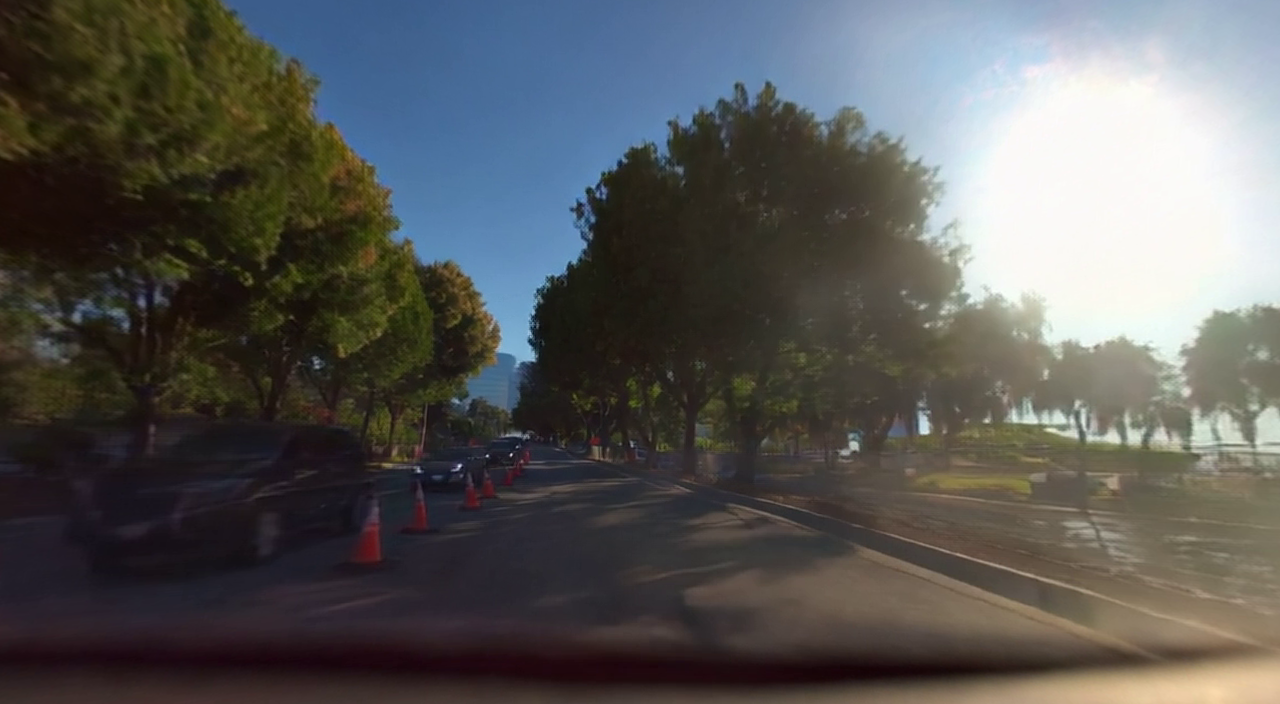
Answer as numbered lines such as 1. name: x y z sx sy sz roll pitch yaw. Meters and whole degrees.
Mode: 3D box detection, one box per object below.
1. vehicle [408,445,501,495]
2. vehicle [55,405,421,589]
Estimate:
1. vehicle: -5.908 3.773 20.646 1.975 1.415 4.194 0 -8 -3
2. vehicle: -4.972 1.837 8.884 2.193 1.885 4.474 0 -8 -1
